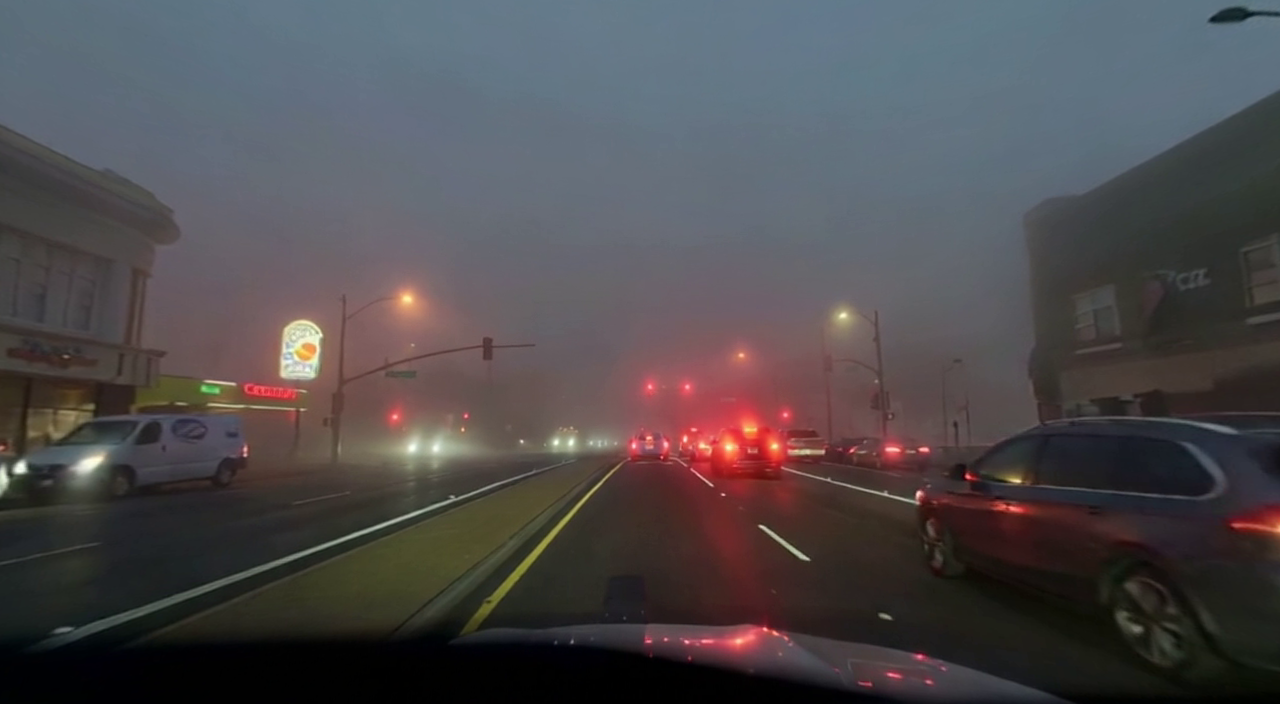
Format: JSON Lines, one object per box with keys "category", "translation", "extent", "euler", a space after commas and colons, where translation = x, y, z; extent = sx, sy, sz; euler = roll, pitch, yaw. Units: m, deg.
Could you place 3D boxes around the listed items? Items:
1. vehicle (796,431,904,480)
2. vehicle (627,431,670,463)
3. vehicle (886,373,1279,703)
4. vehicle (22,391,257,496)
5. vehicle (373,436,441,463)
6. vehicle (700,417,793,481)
{"category": "vehicle", "translation": [6.918, 3.448, 21.362], "extent": [2.059, 1.458, 4.395], "euler": [0, -8, -1]}
{"category": "vehicle", "translation": [0.359, 4.834, 32.221], "extent": [2.073, 1.496, 3.892], "euler": [0, -8, -1]}
{"category": "vehicle", "translation": [3.505, 1.083, 4.198], "extent": [1.932, 1.517, 4.430], "euler": [0, -8, 0]}
{"category": "vehicle", "translation": [-15.298, 2.880, 19.989], "extent": [2.371, 2.799, 5.978], "euler": [0, -8, 1]}
{"category": "vehicle", "translation": [-16.004, 6.629, 43.181], "extent": [4.554, 1.751, 2.106], "euler": [-6, -10, 36]}
{"category": "vehicle", "translation": [3.221, 3.077, 20.207], "extent": [2.038, 1.787, 4.946], "euler": [0, -8, -1]}
